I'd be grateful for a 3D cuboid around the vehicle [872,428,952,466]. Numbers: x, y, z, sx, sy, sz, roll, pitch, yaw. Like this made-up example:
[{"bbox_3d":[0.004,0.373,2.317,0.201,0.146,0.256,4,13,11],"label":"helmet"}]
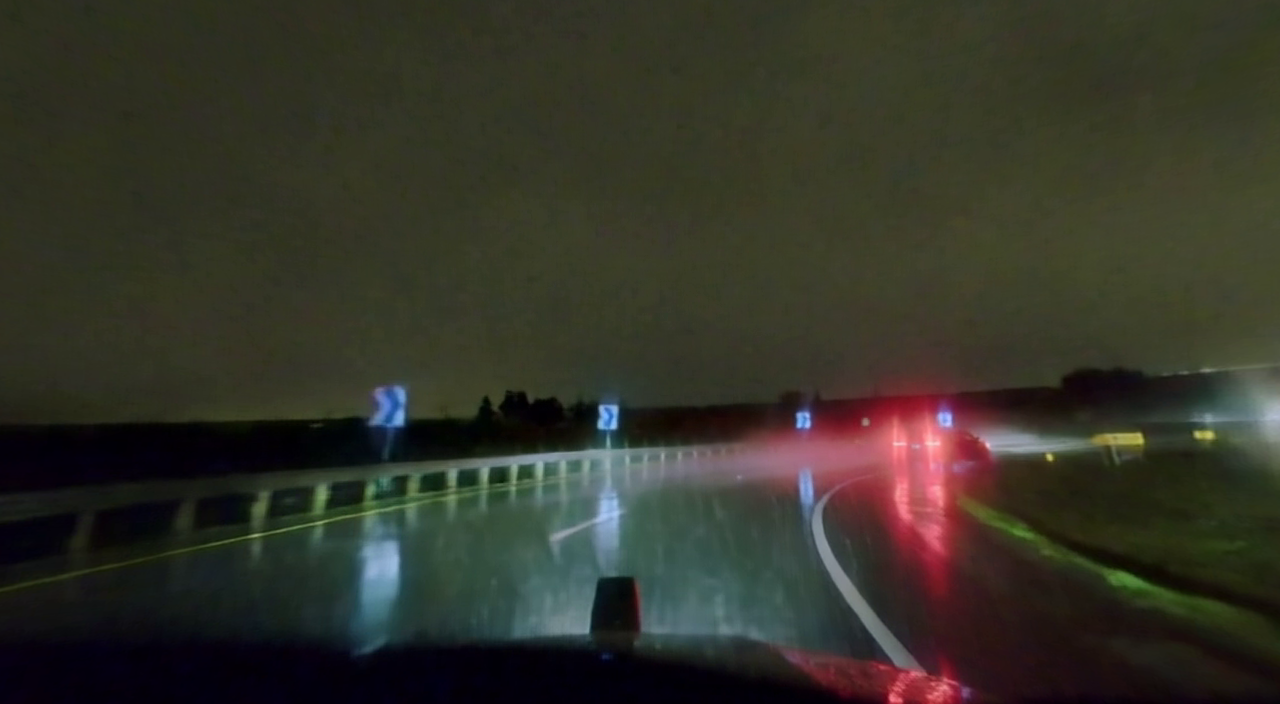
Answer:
[{"bbox_3d":[12.015,4.130,27.668,2.028,1.440,3.970,-3,-8,42],"label":"vehicle"}]
